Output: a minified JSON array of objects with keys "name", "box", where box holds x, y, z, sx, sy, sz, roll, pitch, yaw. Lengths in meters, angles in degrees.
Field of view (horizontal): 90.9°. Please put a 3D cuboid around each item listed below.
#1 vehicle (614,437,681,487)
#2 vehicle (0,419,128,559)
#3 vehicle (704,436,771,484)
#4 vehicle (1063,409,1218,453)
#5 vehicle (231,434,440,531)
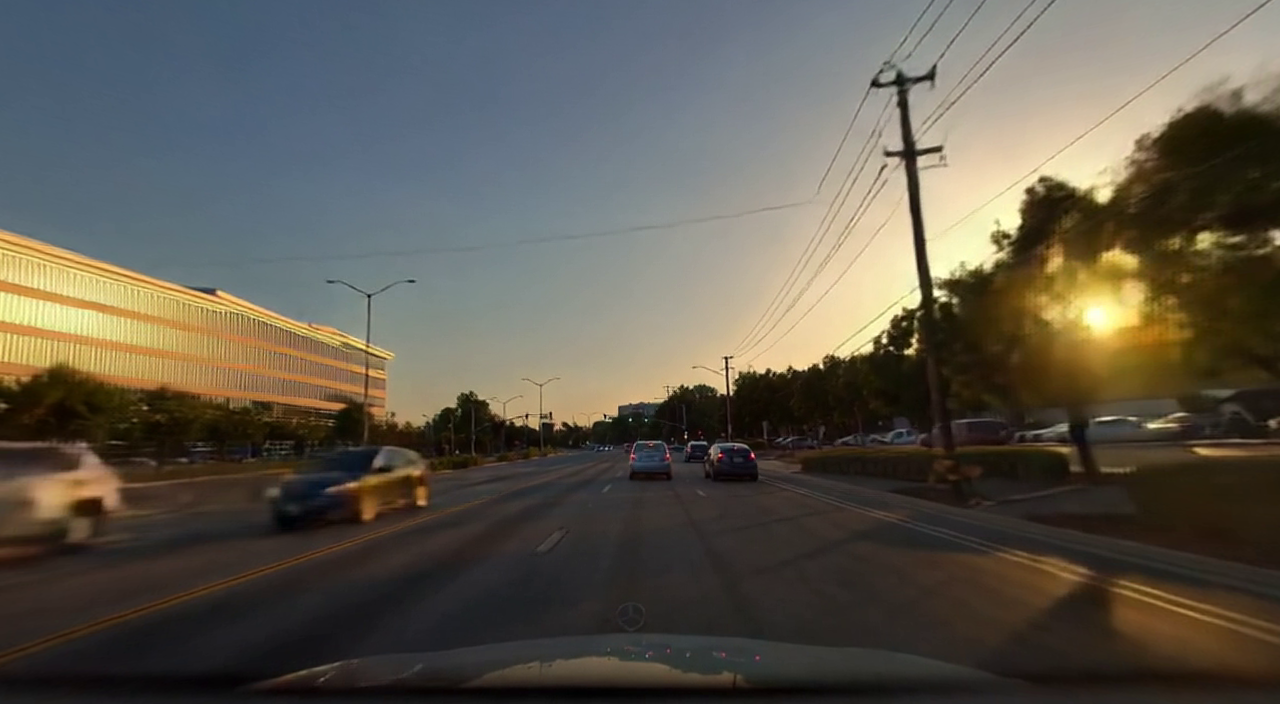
[{"name":"vehicle","box":[0.282,3.955,22.967,2.200,1.653,4.127,0,-8,1]},{"name":"vehicle","box":[-9.539,1.804,7.924,2.109,1.826,4.704,-4,-9,3]},{"name":"vehicle","box":[3.691,4.149,24.565,1.914,1.698,4.049,0,-8,0]},{"name":"vehicle","box":[20.750,3.392,26.433,1.943,1.617,4.713,3,-10,-17]},{"name":"vehicle","box":[-6.150,2.663,13.539,2.187,1.711,4.505,0,-8,1]}]
